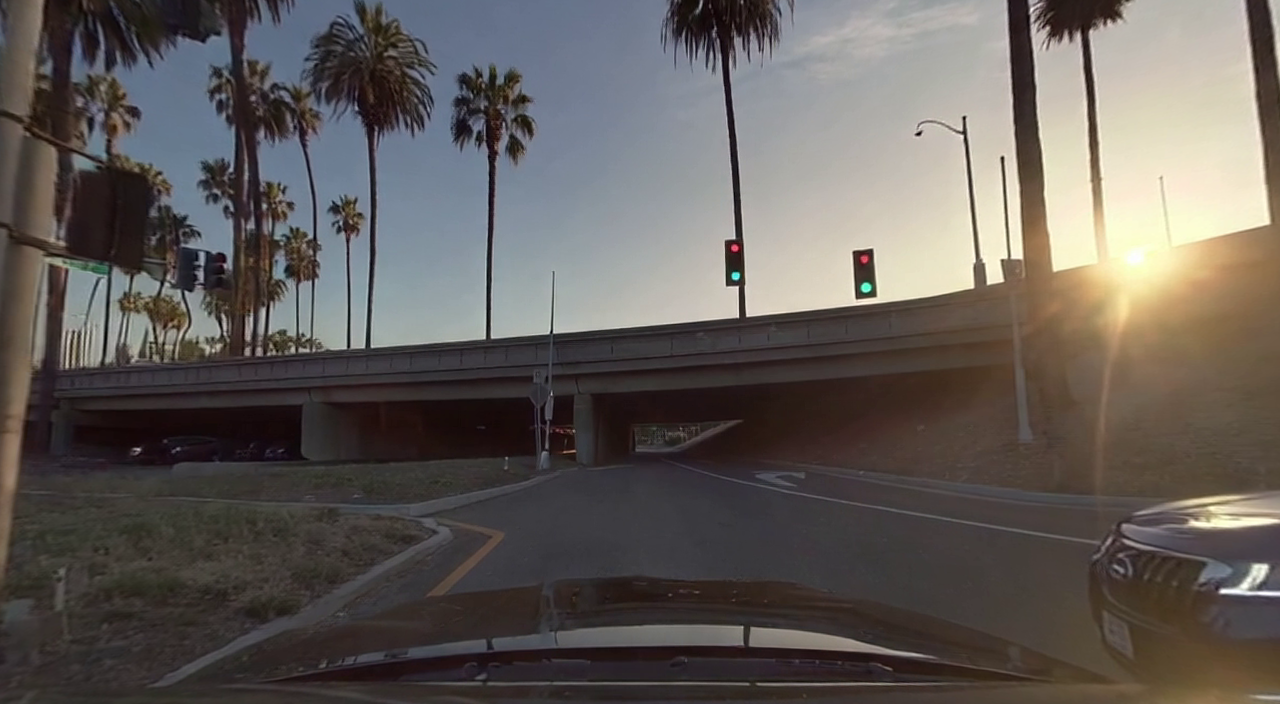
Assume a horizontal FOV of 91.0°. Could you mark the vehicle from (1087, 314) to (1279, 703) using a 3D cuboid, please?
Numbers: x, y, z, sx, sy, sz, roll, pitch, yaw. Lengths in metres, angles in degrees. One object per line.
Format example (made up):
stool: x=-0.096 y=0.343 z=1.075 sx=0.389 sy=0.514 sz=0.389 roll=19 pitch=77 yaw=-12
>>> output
vehicle: x=3.452 y=0.531 z=0.974 sx=2.028 sy=1.770 sz=4.737 roll=0 pitch=-9 yaw=1

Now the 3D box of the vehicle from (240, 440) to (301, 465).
vehicle: x=-26.272 y=7.152 z=44.906 sx=1.941 sy=1.631 sz=4.017 roll=0 pitch=-9 yaw=0

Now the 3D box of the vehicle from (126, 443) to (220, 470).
vehicle: x=-26.561 y=5.956 z=36.006 sx=1.830 sy=1.443 sz=4.551 roll=0 pitch=-9 yaw=1
